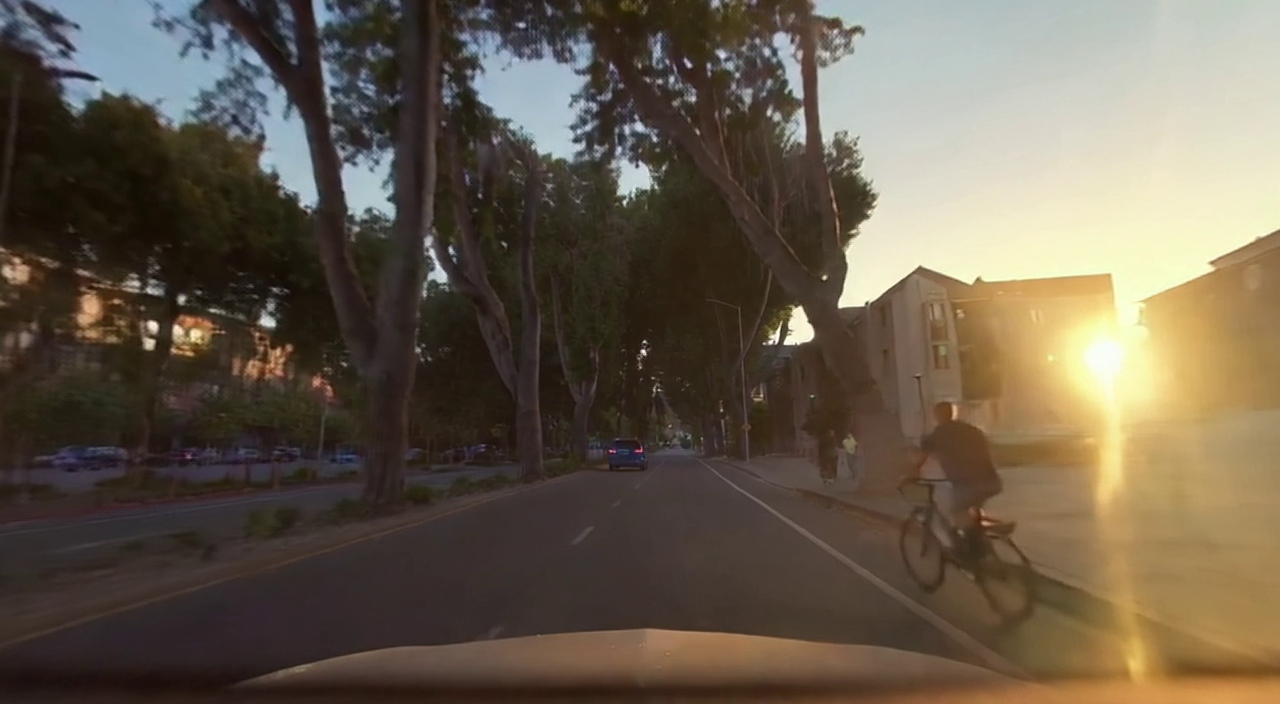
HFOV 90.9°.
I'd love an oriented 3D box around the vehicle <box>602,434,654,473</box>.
[{"bbox_3d":[-0.550,5.308,33.103,2.294,1.859,5.127,-1,-8,3],"label":"vehicle"}]
